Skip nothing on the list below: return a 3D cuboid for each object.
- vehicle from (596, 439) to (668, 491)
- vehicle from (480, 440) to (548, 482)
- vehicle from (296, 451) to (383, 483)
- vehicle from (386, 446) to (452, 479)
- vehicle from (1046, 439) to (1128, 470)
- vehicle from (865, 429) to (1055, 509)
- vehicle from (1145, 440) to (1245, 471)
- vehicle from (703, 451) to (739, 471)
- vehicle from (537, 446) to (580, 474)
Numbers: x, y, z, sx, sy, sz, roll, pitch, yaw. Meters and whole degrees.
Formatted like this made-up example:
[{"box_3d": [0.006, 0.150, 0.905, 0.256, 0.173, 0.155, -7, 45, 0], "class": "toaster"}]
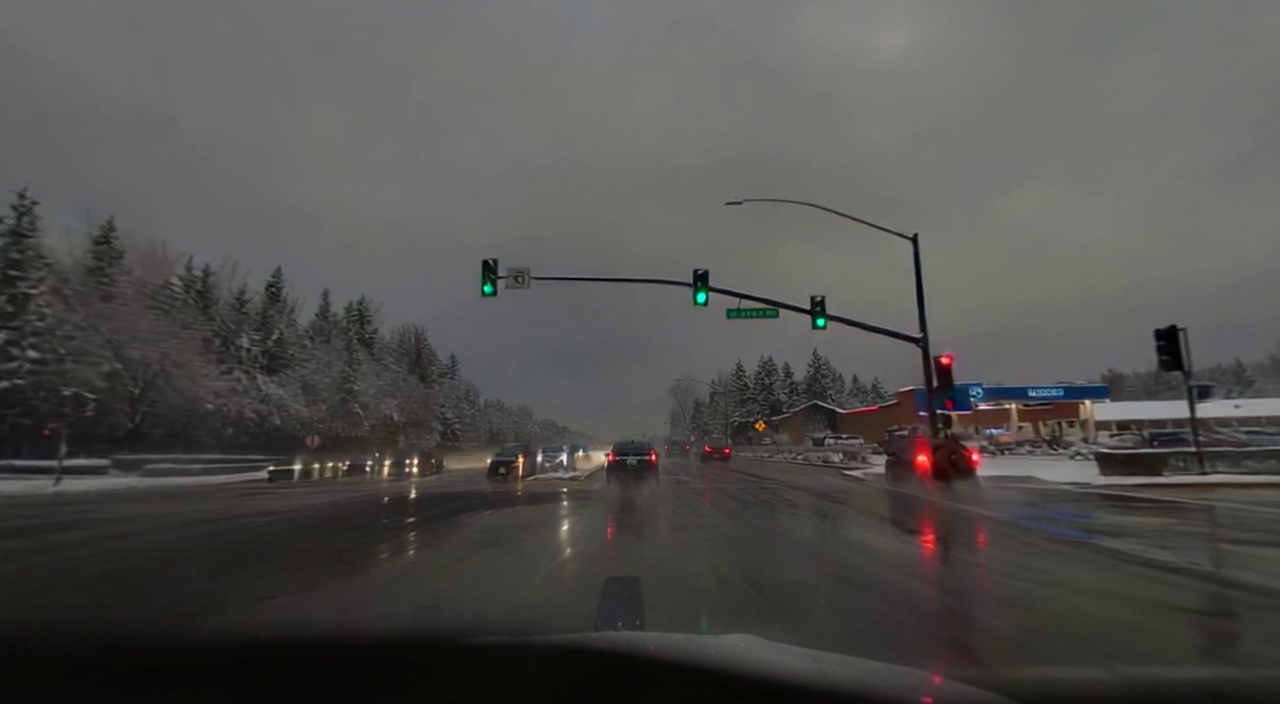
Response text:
[{"box_3d": [-0.273, 3.509, 19.856, 2.040, 1.451, 3.736, 0, -9, -1], "class": "vehicle"}, {"box_3d": [-5.483, 4.796, 28.100, 1.990, 1.673, 4.436, 0, -9, 1], "class": "vehicle"}, {"box_3d": [-14.845, 5.670, 31.543, 2.001, 1.463, 4.673, 0, -9, 0], "class": "vehicle"}, {"box_3d": [-11.822, 5.919, 34.077, 1.944, 1.647, 4.395, 0, -9, 0], "class": "vehicle"}, {"box_3d": [26.000, 5.963, 36.751, 4.246, 1.686, 1.910, 4, -10, -25], "class": "vehicle"}, {"box_3d": [6.800, 2.535, 14.101, 1.890, 1.489, 4.396, 0, -9, -1], "class": "vehicle"}, {"box_3d": [27.720, 5.154, 31.555, 4.512, 1.468, 1.909, 4, -9, -24], "class": "vehicle"}, {"box_3d": [6.322, 8.558, 49.749, 2.143, 1.508, 4.274, 0, -9, -2], "class": "vehicle"}, {"box_3d": [-5.209, 6.987, 41.024, 2.137, 1.685, 4.587, 0, -9, 0], "class": "vehicle"}]
